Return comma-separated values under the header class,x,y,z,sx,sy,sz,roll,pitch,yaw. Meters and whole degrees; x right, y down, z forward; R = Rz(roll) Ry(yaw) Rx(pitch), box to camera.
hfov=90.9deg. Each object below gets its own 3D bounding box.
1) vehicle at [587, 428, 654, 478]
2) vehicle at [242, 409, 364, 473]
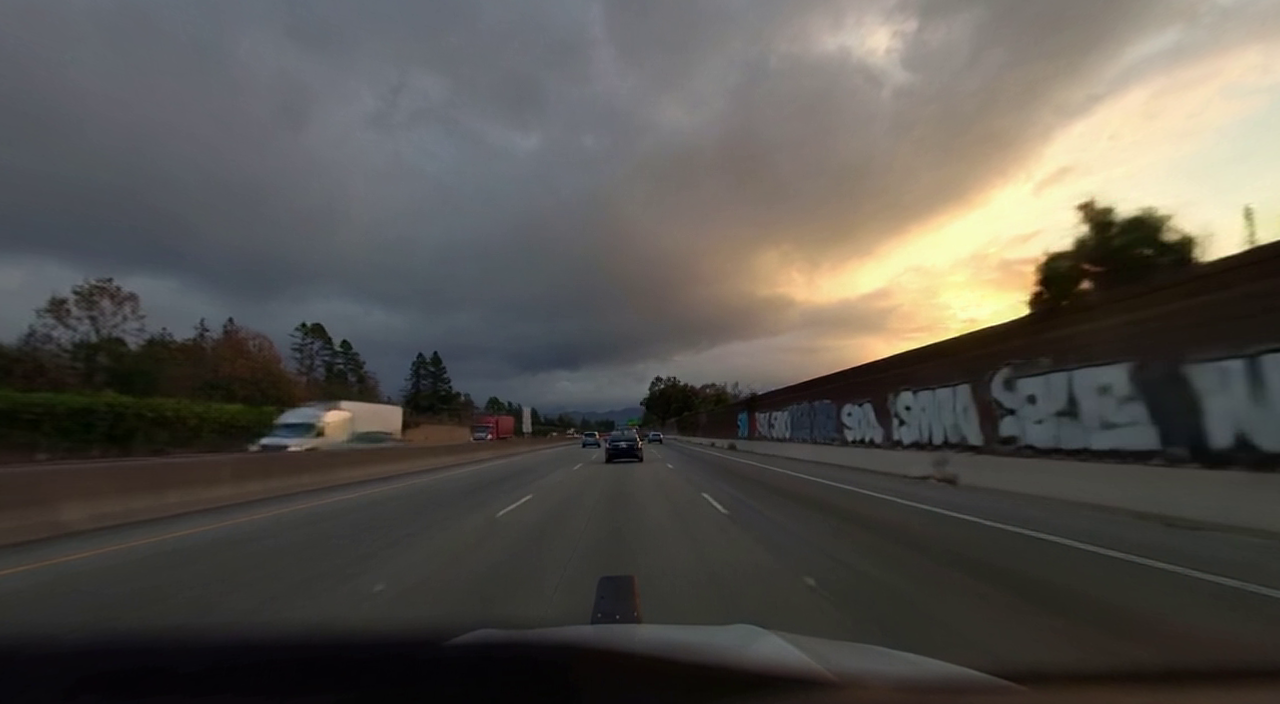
class,x,y,z,sx,sy,sz,roll,pitch,yaw
vehicle,-0.620,3.303,20.929,2.044,1.477,3.693,0,-8,-1
vehicle,-15.542,4.173,29.715,2.212,2.610,6.936,0,-8,-3
